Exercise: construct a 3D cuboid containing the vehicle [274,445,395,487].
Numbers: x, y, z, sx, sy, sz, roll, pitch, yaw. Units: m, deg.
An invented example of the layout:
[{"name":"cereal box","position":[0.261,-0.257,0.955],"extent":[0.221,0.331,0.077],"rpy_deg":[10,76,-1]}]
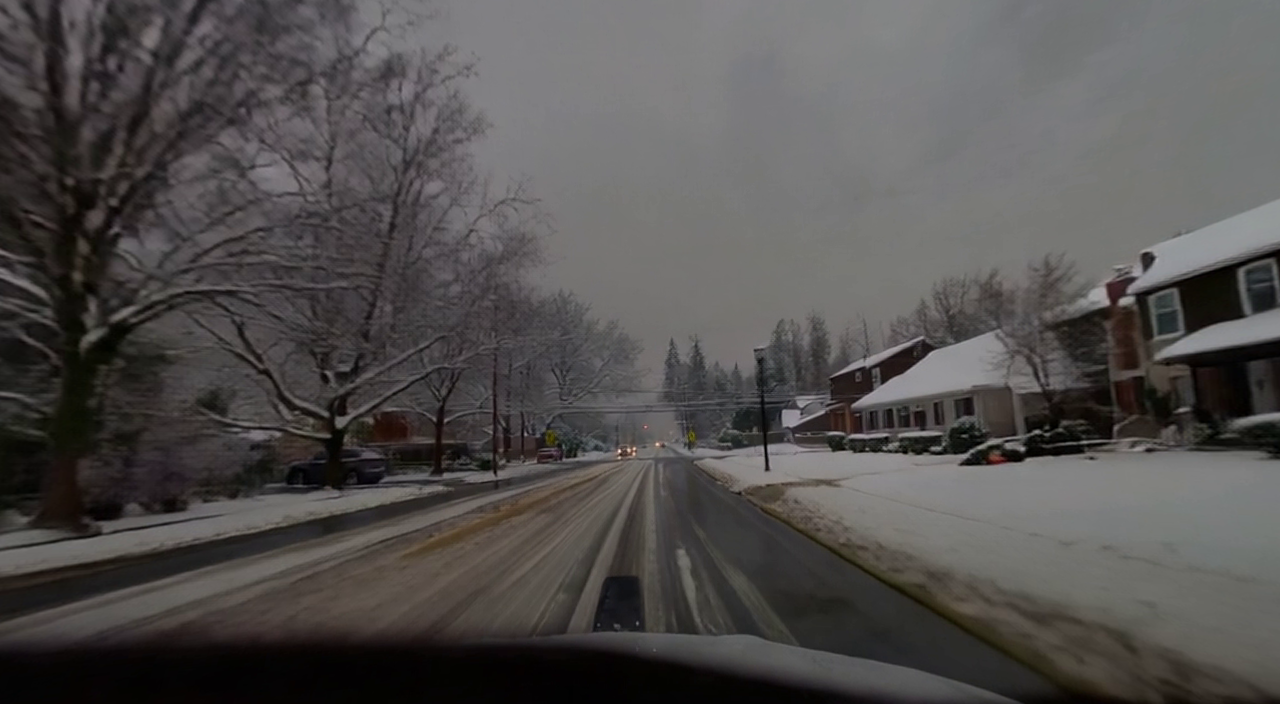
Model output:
[{"name":"vehicle","position":[-13.589,5.082,28.347],"extent":[4.370,1.761,1.901],"rpy_deg":[1,-9,-6]}]
